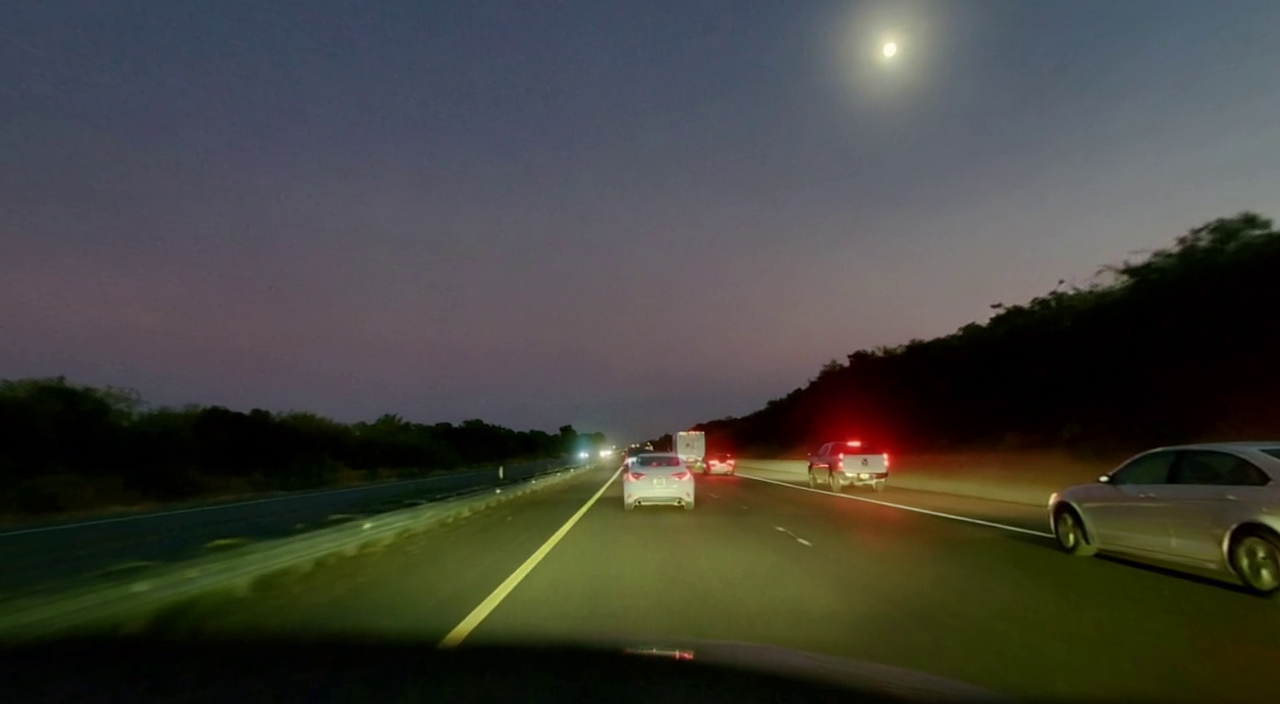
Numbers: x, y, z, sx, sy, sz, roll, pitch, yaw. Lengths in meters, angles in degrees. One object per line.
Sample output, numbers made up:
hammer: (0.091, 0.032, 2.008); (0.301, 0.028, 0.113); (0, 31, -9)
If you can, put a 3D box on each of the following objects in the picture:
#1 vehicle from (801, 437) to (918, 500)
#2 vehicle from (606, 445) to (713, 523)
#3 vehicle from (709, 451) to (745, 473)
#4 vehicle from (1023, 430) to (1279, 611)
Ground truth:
vehicle: (6.549, 3.531, 19.414); (1.980, 1.702, 4.235); (0, -9, -1)
vehicle: (0.369, 2.871, 14.183); (2.076, 1.485, 3.774); (0, -9, 0)
vehicle: (6.138, 7.782, 44.716); (1.921, 1.451, 3.841); (0, -9, -1)
vehicle: (6.270, 1.598, 6.530); (1.965, 1.484, 4.090); (0, -9, 0)
